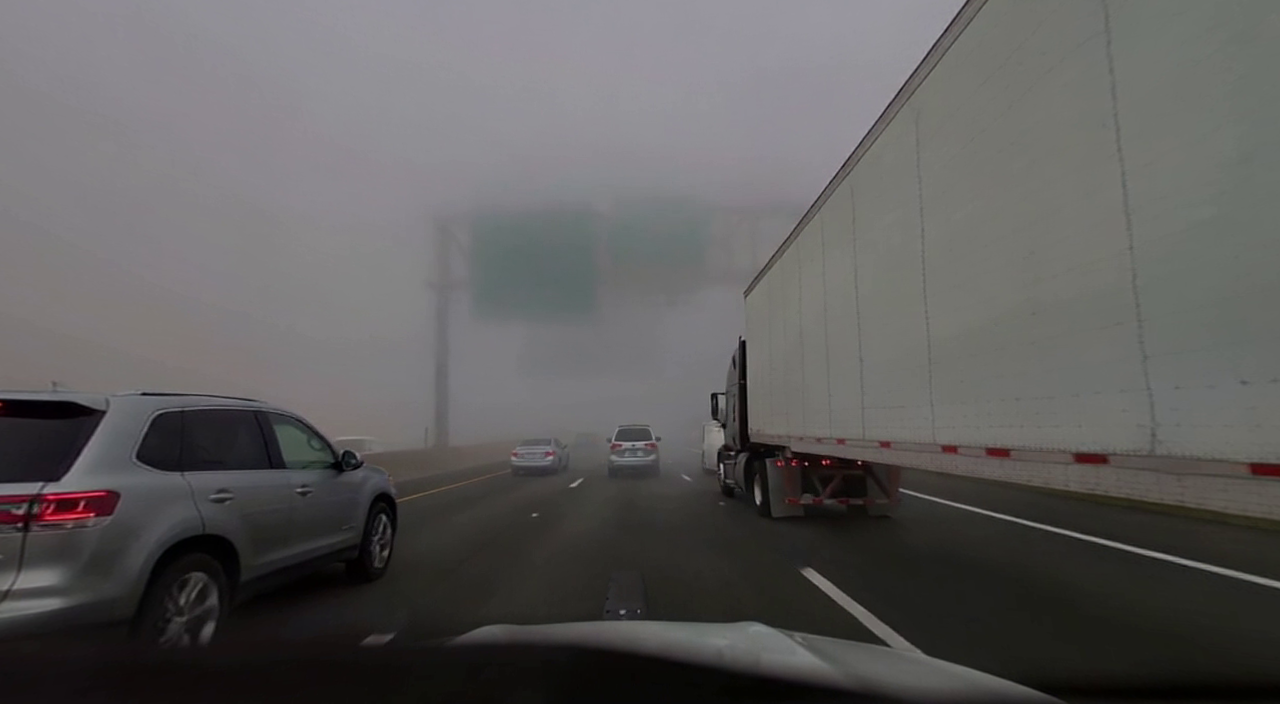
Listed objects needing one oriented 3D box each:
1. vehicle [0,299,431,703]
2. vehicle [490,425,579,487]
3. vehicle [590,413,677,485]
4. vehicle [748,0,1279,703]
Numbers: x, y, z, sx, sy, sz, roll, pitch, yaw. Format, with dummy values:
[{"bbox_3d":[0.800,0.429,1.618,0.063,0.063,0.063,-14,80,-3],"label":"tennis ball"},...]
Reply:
[{"bbox_3d":[-3.396,1.027,4.322,2.193,1.803,4.958,0,-8,0],"label":"vehicle"},{"bbox_3d":[-3.352,3.440,21.033,2.120,1.812,4.659,0,-8,1],"label":"vehicle"},{"bbox_3d":[-0.205,3.439,22.532,2.704,2.216,5.804,0,-8,0],"label":"vehicle"},{"bbox_3d":[3.594,-0.119,4.556,2.852,4.121,16.210,0,-8,0],"label":"vehicle"}]
